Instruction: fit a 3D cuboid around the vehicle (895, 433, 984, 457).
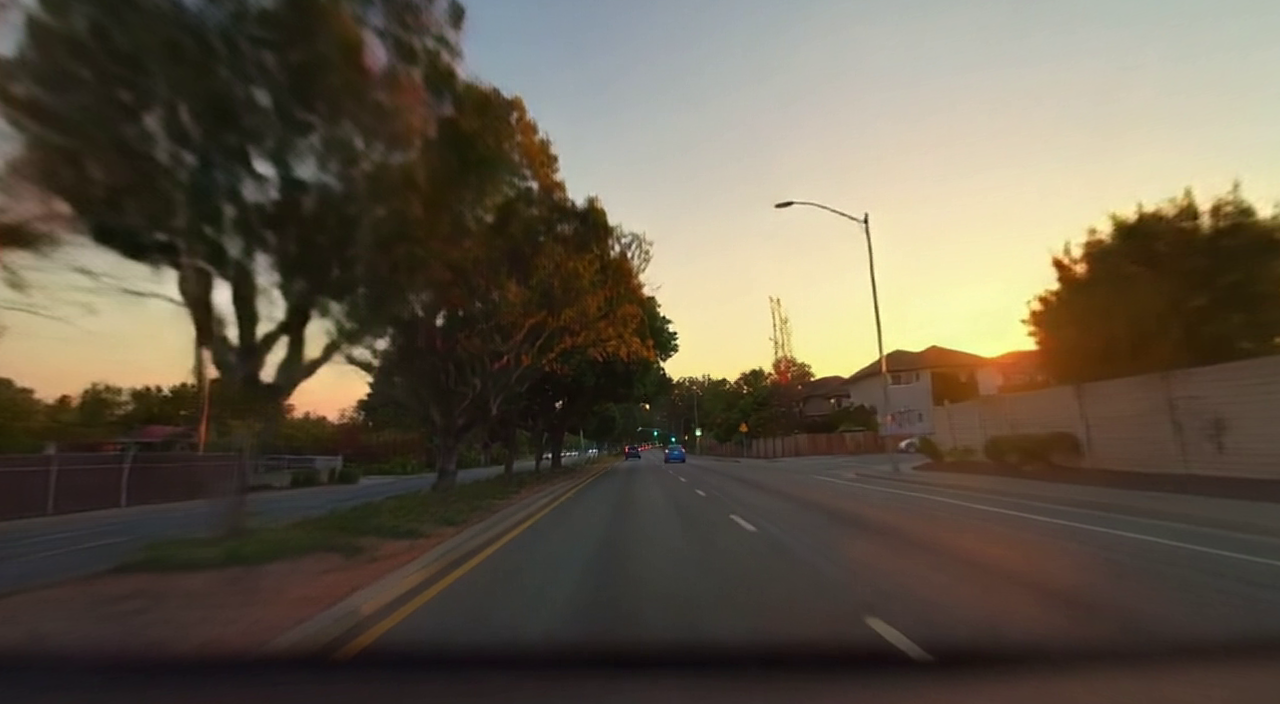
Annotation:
[{"bbox_3d":[18.782,5.870,39.769,4.536,1.453,2.128,0,-9,-2],"label":"vehicle"}]
